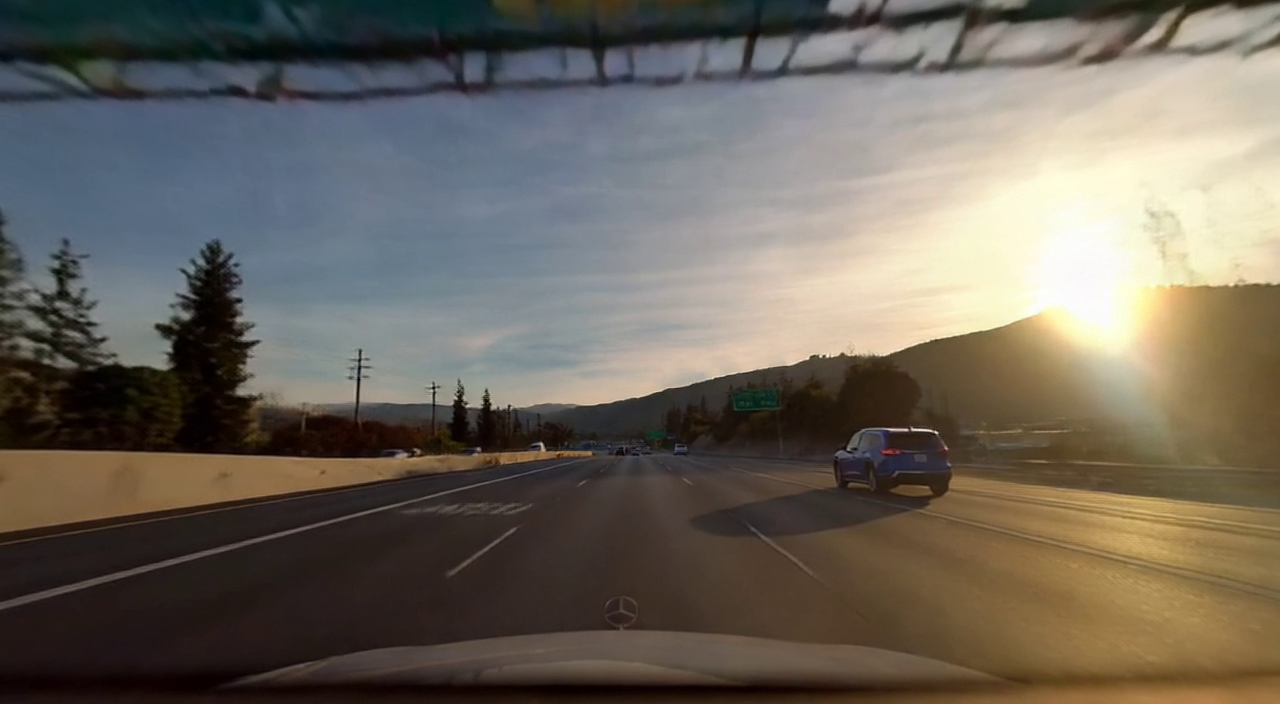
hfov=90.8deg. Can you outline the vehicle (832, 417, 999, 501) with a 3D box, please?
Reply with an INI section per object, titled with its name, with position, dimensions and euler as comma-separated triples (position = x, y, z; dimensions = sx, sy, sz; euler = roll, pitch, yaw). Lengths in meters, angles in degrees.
[vehicle]
position = 7.005, 2.789, 16.767
dimensions = 2.222, 1.899, 4.595
euler = 0, -8, -1
